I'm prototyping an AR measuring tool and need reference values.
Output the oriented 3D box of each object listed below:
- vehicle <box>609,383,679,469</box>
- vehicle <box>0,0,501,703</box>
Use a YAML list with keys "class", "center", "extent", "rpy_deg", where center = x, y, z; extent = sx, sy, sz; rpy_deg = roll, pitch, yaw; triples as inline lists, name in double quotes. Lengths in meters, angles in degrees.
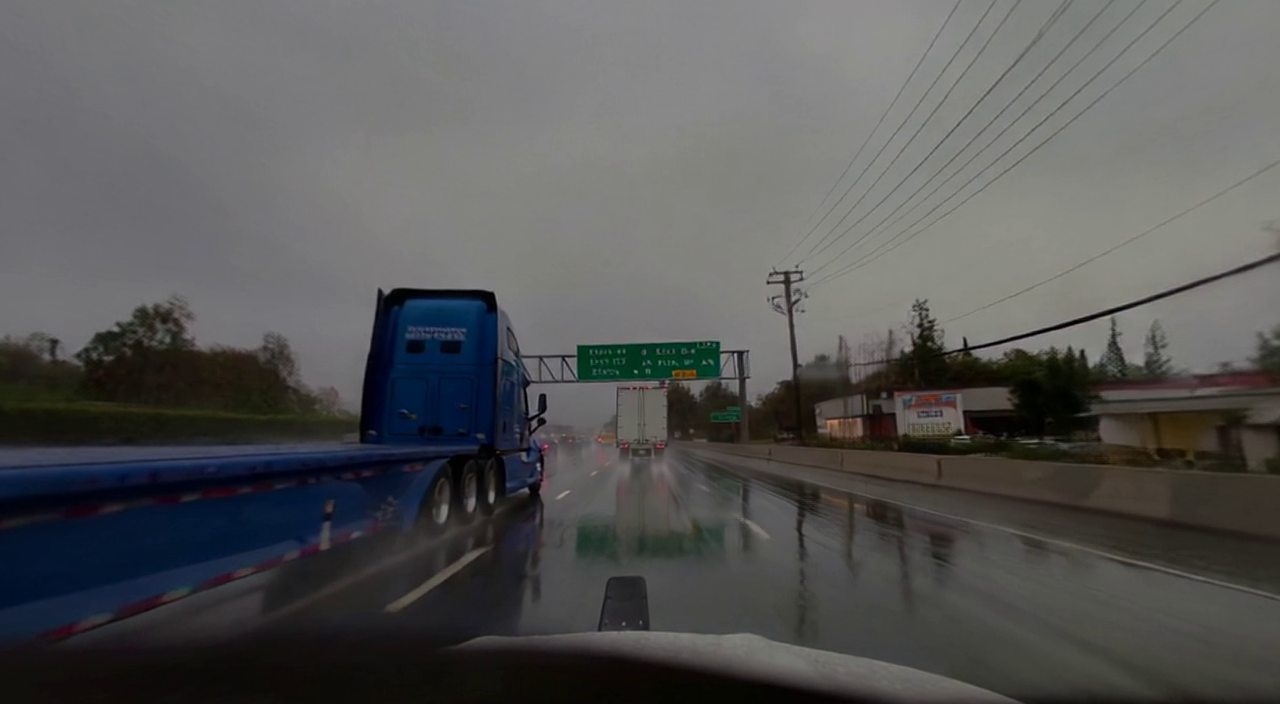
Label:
- class: "vehicle"
  center: [0.166, 3.836, 31.526]
  extent: [2.941, 3.604, 9.851]
  rpy_deg: [0, -9, 0]
- class: "vehicle"
  center: [-3.923, -0.203, 3.116]
  extent: [2.875, 4.083, 15.756]
  rpy_deg: [0, -9, 0]
